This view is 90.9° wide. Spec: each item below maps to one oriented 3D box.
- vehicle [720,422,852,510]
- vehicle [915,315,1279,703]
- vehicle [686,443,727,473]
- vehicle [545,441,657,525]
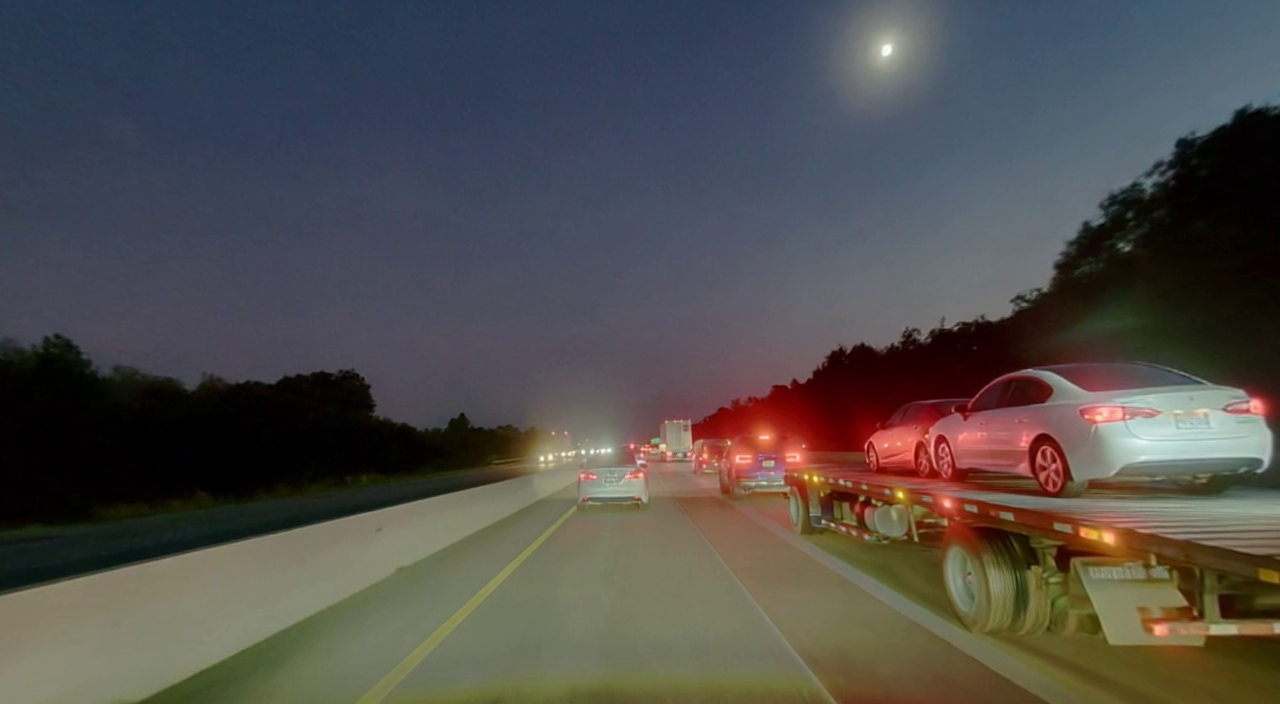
[{"bbox_3d":[3.406,2.773,15.615,2.303,1.889,3.920,0,-9,0],"label":"vehicle"},{"bbox_3d":[3.476,0.899,3.377,1.959,1.783,4.407,0,-9,0],"label":"vehicle"},{"bbox_3d":[3.916,6.312,37.734,1.938,1.660,4.223,0,-9,0],"label":"vehicle"},{"bbox_3d":[-0.686,2.614,13.082,1.991,1.466,3.675,0,-9,0],"label":"vehicle"}]
